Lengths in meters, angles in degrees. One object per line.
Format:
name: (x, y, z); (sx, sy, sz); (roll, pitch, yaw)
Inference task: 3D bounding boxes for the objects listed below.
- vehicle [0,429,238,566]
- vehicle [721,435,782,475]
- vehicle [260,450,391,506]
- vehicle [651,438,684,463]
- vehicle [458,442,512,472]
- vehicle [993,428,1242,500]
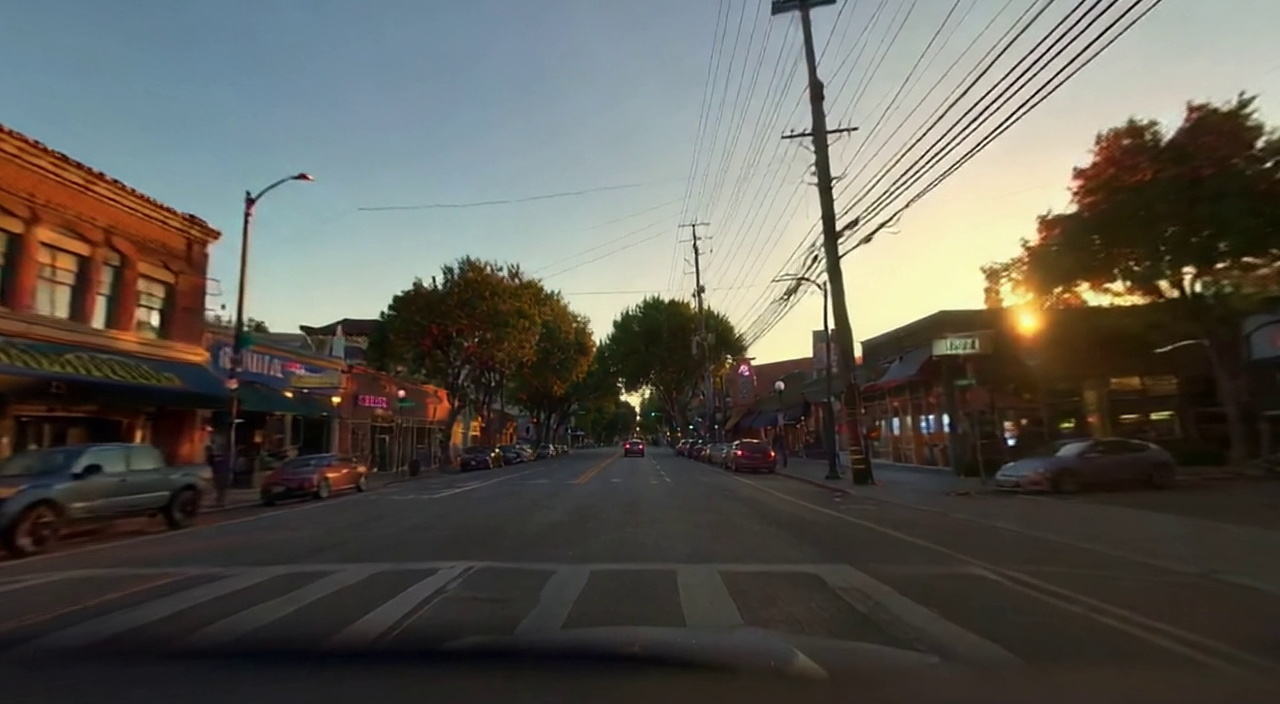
vehicle: (-9.663, 2.319, 10.971); (2.037, 1.826, 4.987); (-1, -8, 0)
vehicle: (5.479, 5.124, 31.821); (2.042, 1.787, 5.110); (0, -8, -1)
vehicle: (-9.847, 3.948, 20.334); (1.802, 1.397, 5.226); (0, -8, -3)
vehicle: (1.855, 6.805, 43.822); (1.998, 1.580, 4.015); (0, -8, -2)
vehicle: (-10.058, 6.810, 41.448); (2.081, 1.819, 5.607); (-1, -8, 0)
vehicle: (11.891, 2.794, 16.022); (4.563, 1.633, 2.144); (0, -8, -1)
